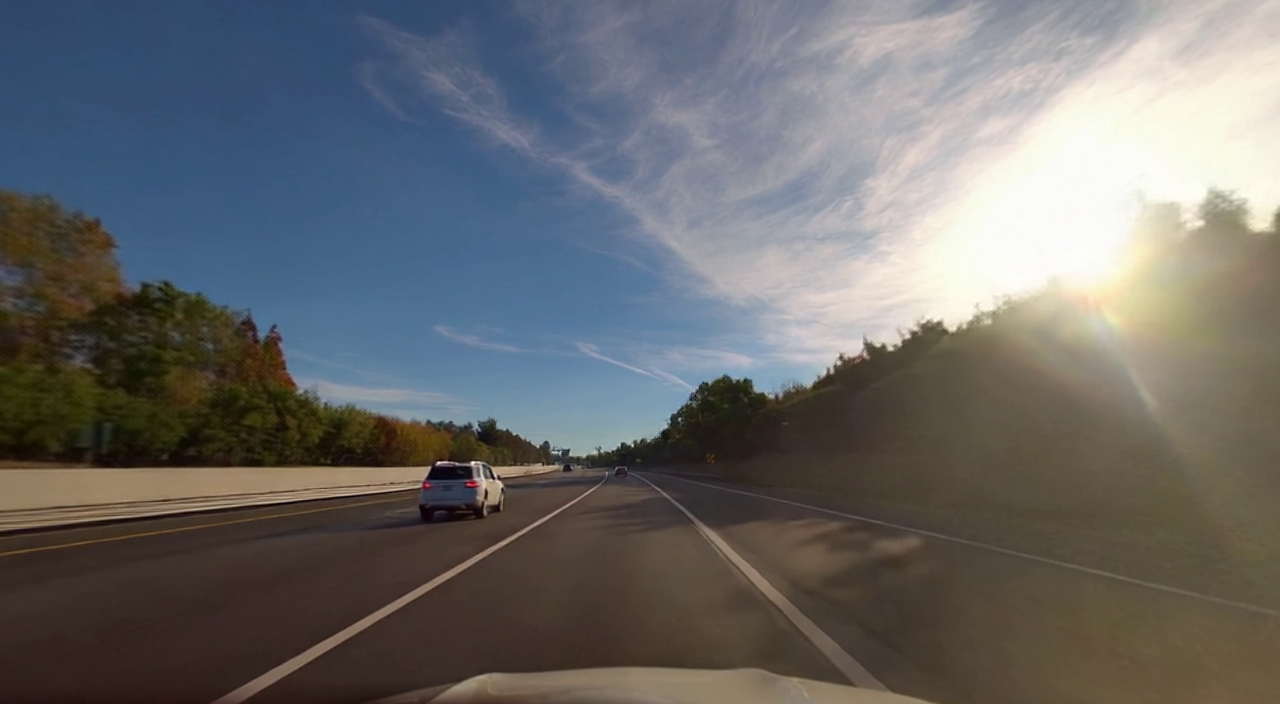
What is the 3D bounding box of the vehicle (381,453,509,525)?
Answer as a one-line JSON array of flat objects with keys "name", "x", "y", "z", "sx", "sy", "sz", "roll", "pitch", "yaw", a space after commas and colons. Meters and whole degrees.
[{"name": "vehicle", "x": -4.761, "y": 3.423, "z": 16.020, "sx": 2.025, "sy": 1.584, "sz": 3.657, "roll": 1, "pitch": -11, "yaw": 0}]
